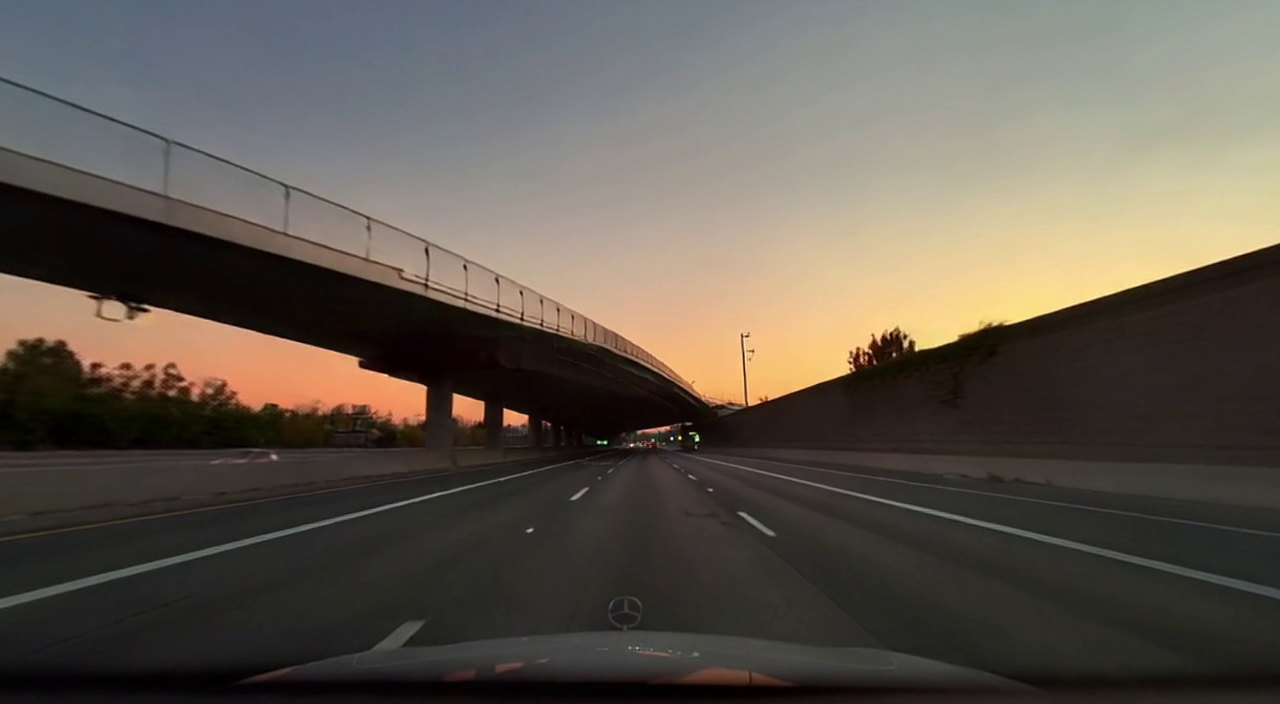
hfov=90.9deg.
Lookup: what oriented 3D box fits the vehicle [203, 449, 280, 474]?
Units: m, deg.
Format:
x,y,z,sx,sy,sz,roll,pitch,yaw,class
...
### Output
x,y,z,sx,sy,sz,roll,pitch,yaw,class
-28.146,7.713,44.800,2.043,1.641,5.089,0,-8,1,vehicle
